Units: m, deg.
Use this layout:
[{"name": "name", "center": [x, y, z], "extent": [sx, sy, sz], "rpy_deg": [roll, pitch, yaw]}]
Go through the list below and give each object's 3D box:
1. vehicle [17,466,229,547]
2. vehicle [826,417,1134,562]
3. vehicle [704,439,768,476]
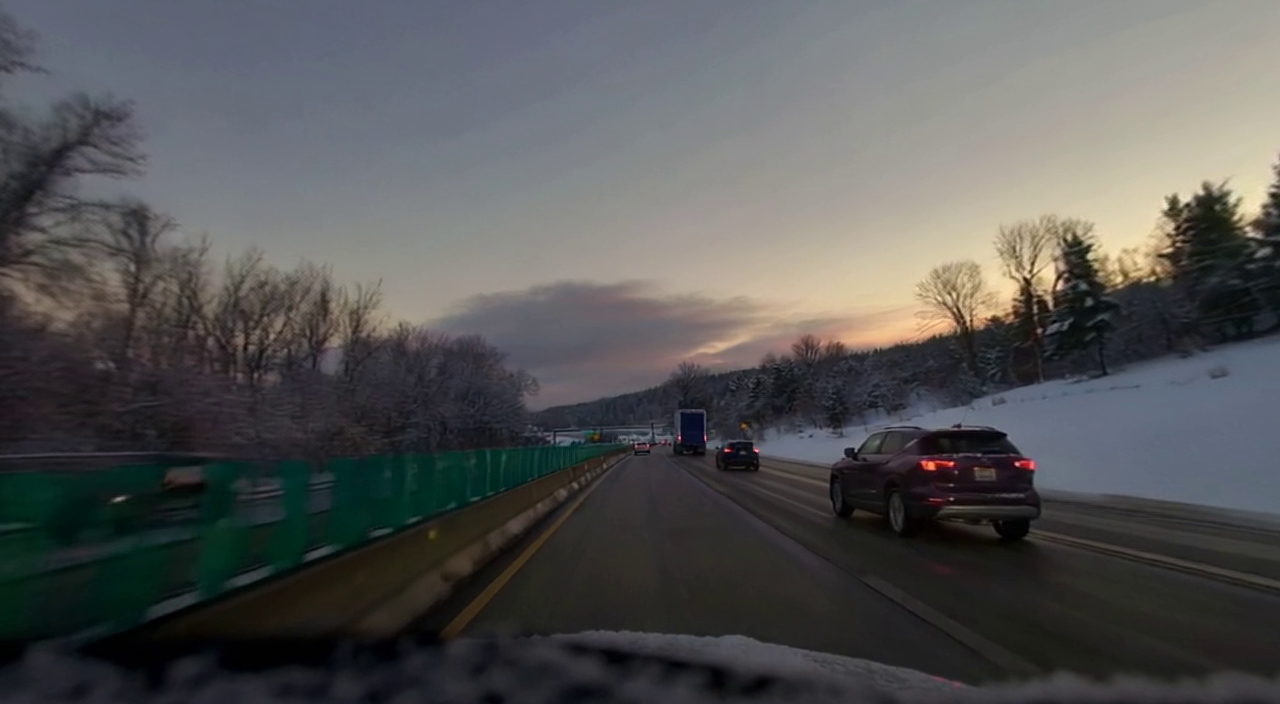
[{"name": "vehicle", "center": [-11.803, 3.501, 14.811], "extent": [1.822, 1.462, 3.905], "rpy_deg": [1, -8, -4]}, {"name": "vehicle", "center": [4.282, 1.773, 8.854], "extent": [1.940, 1.539, 4.005], "rpy_deg": [1, -8, -2]}, {"name": "vehicle", "center": [4.099, 4.560, 27.613], "extent": [2.000, 1.473, 4.440], "rpy_deg": [0, -8, -2]}]
